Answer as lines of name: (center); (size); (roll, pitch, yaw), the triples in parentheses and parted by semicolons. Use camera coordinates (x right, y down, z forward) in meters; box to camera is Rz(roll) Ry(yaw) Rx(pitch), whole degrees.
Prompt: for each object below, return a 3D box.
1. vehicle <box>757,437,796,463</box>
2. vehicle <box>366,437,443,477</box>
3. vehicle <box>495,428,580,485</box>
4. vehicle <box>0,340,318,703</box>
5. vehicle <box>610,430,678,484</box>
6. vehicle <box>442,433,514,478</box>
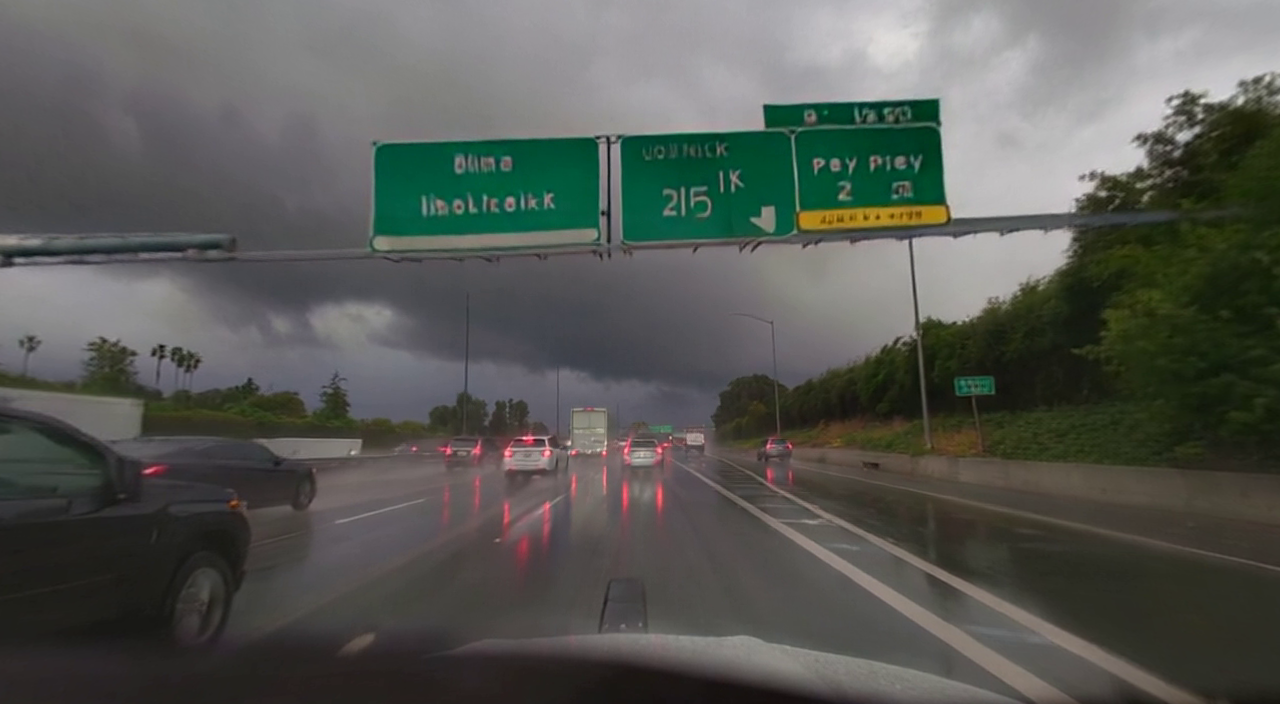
vehicle: (9.769, 7.014, 45.345); (2.026, 1.718, 4.522); (-1, -8, 4)
vehicle: (-10.859, 4.852, 29.405); (1.894, 1.669, 4.251); (0, -8, 0)
vehicle: (-3.515, 3.686, 22.503); (2.125, 1.792, 4.466); (0, -8, 2)
vehicle: (-3.455, 0.828, 2.346); (2.209, 1.711, 4.296); (0, -8, 0)
vehicle: (0.144, 3.643, 22.123); (2.180, 1.716, 3.920); (0, -8, 1)
vehicle: (-6.978, 4.498, 27.647); (1.998, 1.770, 4.222); (0, -8, 0)
